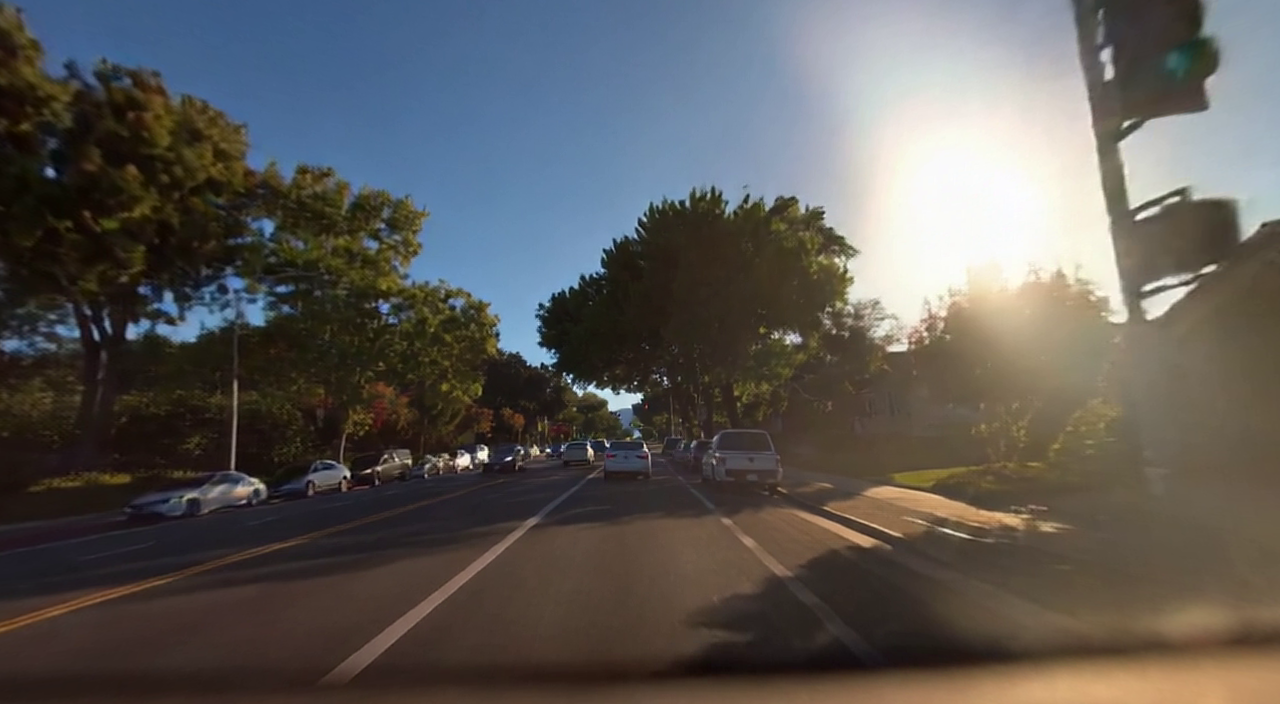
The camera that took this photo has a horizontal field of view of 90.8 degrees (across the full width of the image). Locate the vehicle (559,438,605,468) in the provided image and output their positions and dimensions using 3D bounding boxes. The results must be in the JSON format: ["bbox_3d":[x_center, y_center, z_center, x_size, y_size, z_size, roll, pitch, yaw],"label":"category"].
[{"bbox_3d":[-3.093,5.473,34.468,2.117,1.528,4.277,0,-8,-1],"label":"vehicle"}]

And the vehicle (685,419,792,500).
[{"bbox_3d":[2.482,2.877,17.221,2.119,1.884,4.567,0,-8,-1],"label":"vehicle"}]

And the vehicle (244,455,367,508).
[{"bbox_3d":[-12.140,4.675,23.362,2.047,1.497,4.949,-4,-8,-2],"label":"vehicle"}]

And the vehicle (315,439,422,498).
[{"bbox_3d":[-12.306,5.248,29.250,2.249,2.093,6.297,-8,-7,-3],"label":"vehicle"}]

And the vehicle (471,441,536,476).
[{"bbox_3d":[-6.484,5.098,30.552,1.998,1.518,4.817,0,-8,1],"label":"vehicle"}]

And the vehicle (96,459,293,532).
[{"bbox_3d":[-12.434,3.989,18.212,2.050,1.518,5.115,-3,-8,-1],"label":"vehicle"}]

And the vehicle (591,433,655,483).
[{"bbox_3d":[-0.560,3.710,22.411,2.041,1.575,4.304,0,-8,0],"label":"vehicle"}]
